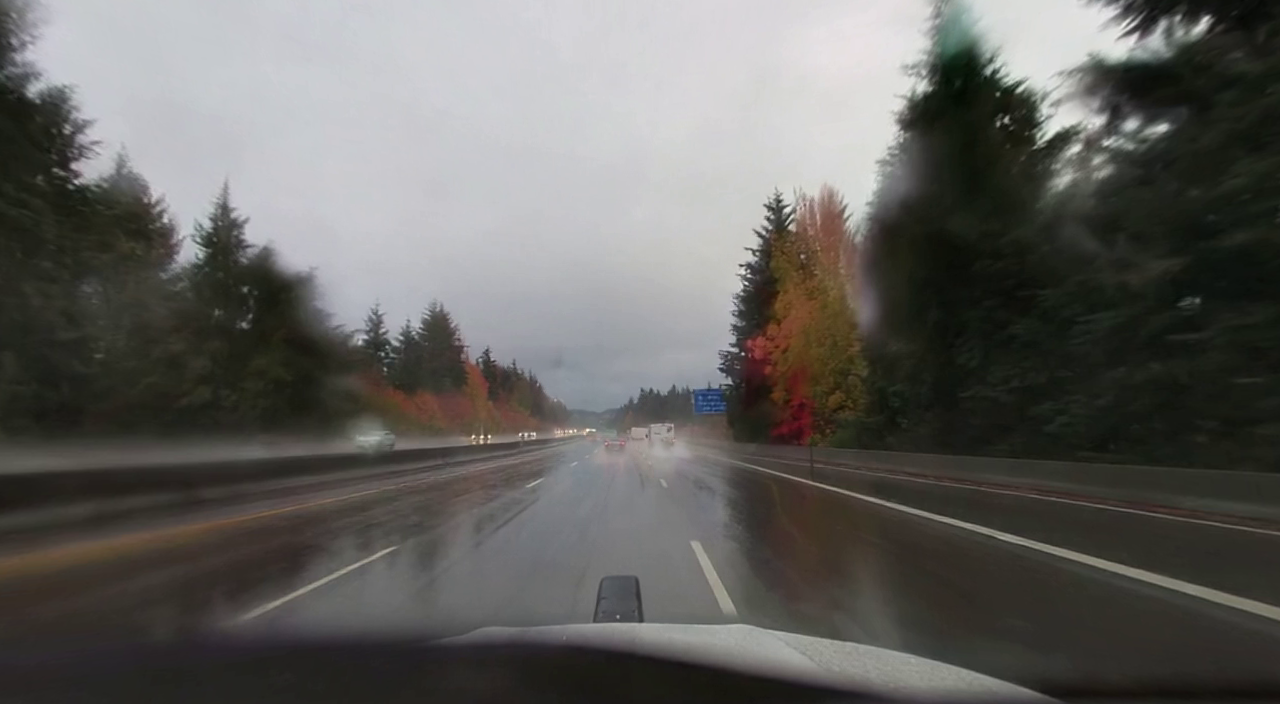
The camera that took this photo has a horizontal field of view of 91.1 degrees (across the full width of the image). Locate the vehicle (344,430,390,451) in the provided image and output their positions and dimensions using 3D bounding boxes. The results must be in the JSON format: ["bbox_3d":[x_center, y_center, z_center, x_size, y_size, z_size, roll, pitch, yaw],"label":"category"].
[{"bbox_3d":[-20.011,6.467,46.206,1.706,1.457,3.739,0,-8,-1],"label":"vehicle"}]
